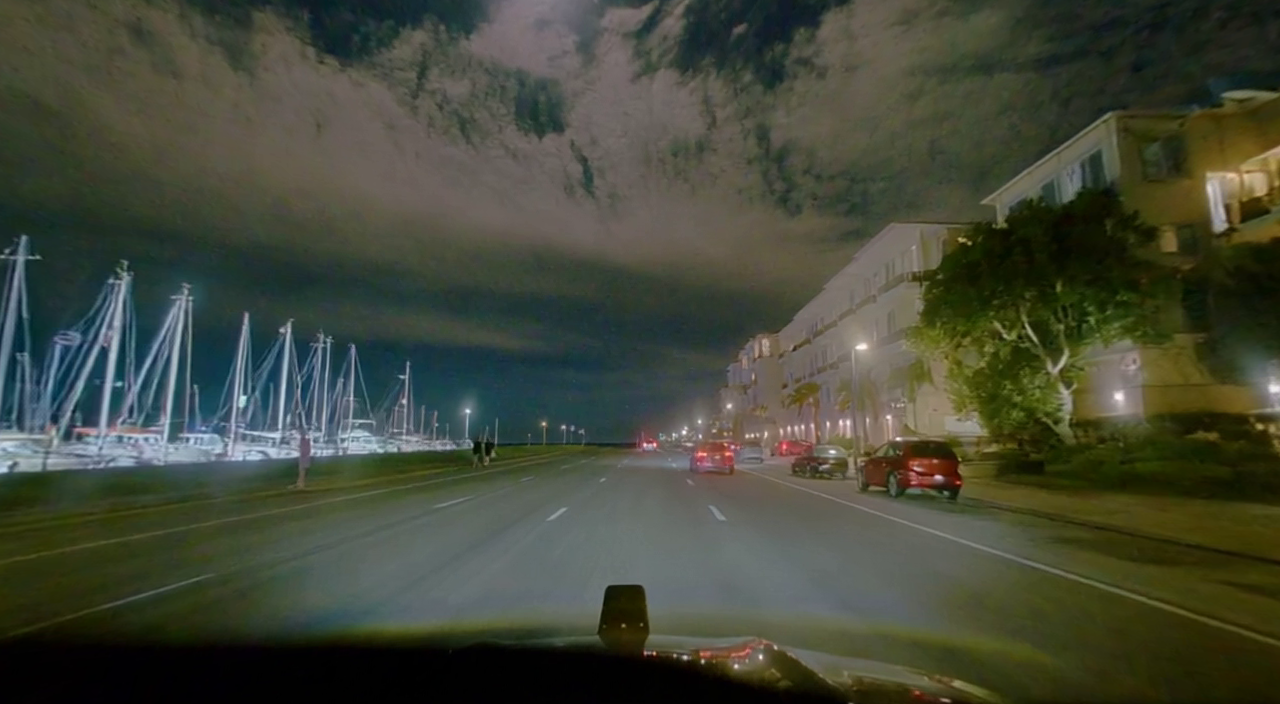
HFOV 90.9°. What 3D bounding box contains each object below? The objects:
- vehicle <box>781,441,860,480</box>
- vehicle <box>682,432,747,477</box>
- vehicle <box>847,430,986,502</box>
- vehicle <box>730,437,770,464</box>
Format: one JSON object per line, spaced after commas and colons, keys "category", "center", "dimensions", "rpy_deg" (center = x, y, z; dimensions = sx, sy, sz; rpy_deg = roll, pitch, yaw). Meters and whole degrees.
{"category": "vehicle", "center": [7.678, 4.640, 27.263], "dimensions": [2.112, 1.514, 4.371], "rpy_deg": [0, -9, 0]}
{"category": "vehicle", "center": [2.933, 4.148, 25.600], "dimensions": [2.047, 1.640, 4.051], "rpy_deg": [0, -9, -1]}
{"category": "vehicle", "center": [7.539, 3.144, 17.764], "dimensions": [1.901, 1.726, 4.517], "rpy_deg": [-1, -9, 1]}
{"category": "vehicle", "center": [7.762, 7.017, 44.934], "dimensions": [2.029, 1.750, 4.825], "rpy_deg": [-1, -9, 1]}
